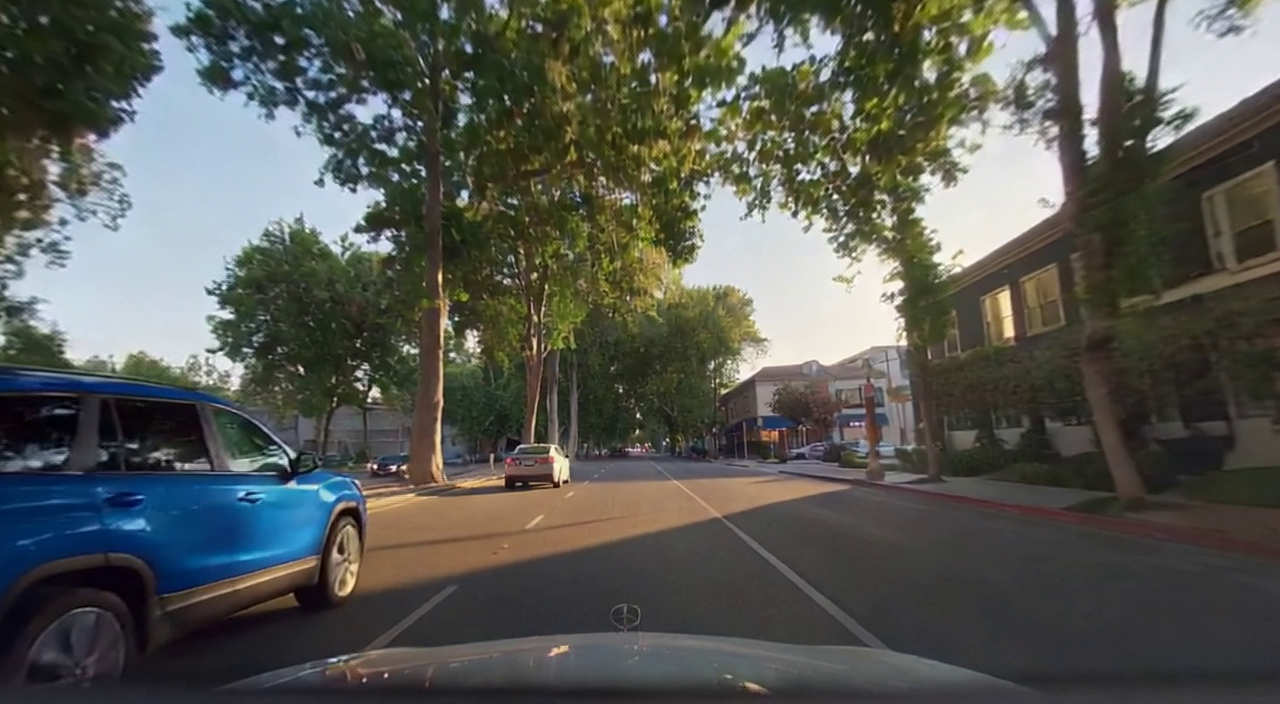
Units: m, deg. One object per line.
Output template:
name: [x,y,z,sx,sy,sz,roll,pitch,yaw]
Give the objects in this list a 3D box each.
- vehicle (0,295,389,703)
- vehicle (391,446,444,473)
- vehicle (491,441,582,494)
vehicle: [-3.351,0.926,3.662,2.042,1.817,4.364,0,-9,-1]
vehicle: [-16.198,7.837,46.225,2.096,1.803,4.889,0,-9,0]
vehicle: [-3.117,3.574,19.988,2.069,1.470,4.601,0,-9,0]
